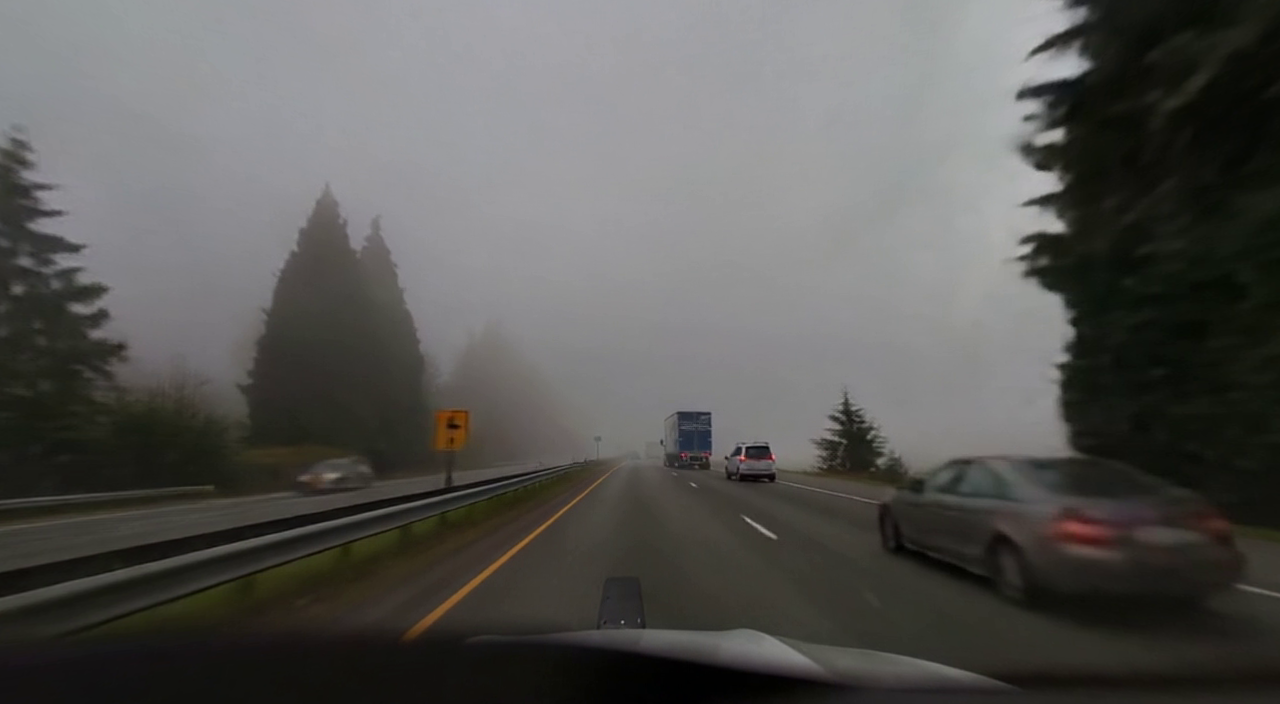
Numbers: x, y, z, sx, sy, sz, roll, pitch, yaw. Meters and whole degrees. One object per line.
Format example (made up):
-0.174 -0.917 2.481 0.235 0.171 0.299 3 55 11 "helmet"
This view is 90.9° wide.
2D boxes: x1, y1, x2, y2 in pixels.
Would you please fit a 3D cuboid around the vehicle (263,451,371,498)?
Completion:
-12.800 4.829 25.311 1.948 1.685 4.434 0 -9 0 "vehicle"

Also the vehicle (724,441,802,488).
4.742 4.422 25.081 2.118 1.688 4.715 0 -9 -1 "vehicle"

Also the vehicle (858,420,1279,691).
3.981 1.509 6.016 2.031 1.491 4.883 0 -9 0 "vehicle"

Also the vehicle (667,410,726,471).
4.118 7.121 49.885 3.231 4.102 14.393 0 -9 0 "vehicle"
